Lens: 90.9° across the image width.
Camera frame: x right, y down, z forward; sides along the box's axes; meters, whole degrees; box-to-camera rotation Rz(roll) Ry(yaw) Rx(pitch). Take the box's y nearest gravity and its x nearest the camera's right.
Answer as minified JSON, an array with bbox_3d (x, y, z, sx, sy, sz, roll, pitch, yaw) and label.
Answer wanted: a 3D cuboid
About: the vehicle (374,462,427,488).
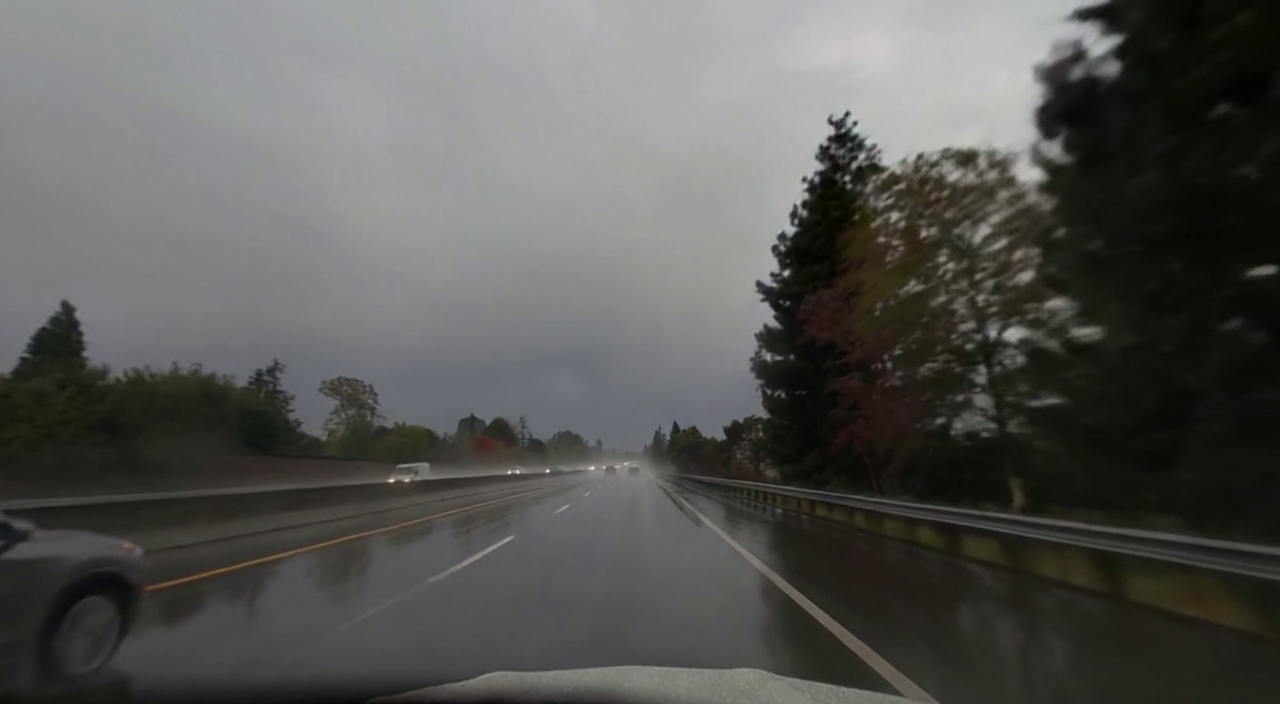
[{"bbox_3d":[-17.439,8.975,46.099,2.064,1.799,4.717,1,-10,-1],"label":"vehicle"}]

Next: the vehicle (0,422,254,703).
[{"bbox_3d":[-3.850,0.872,1.918,2.146,1.441,5.020,1,-10,0],"label":"vehicle"}]
